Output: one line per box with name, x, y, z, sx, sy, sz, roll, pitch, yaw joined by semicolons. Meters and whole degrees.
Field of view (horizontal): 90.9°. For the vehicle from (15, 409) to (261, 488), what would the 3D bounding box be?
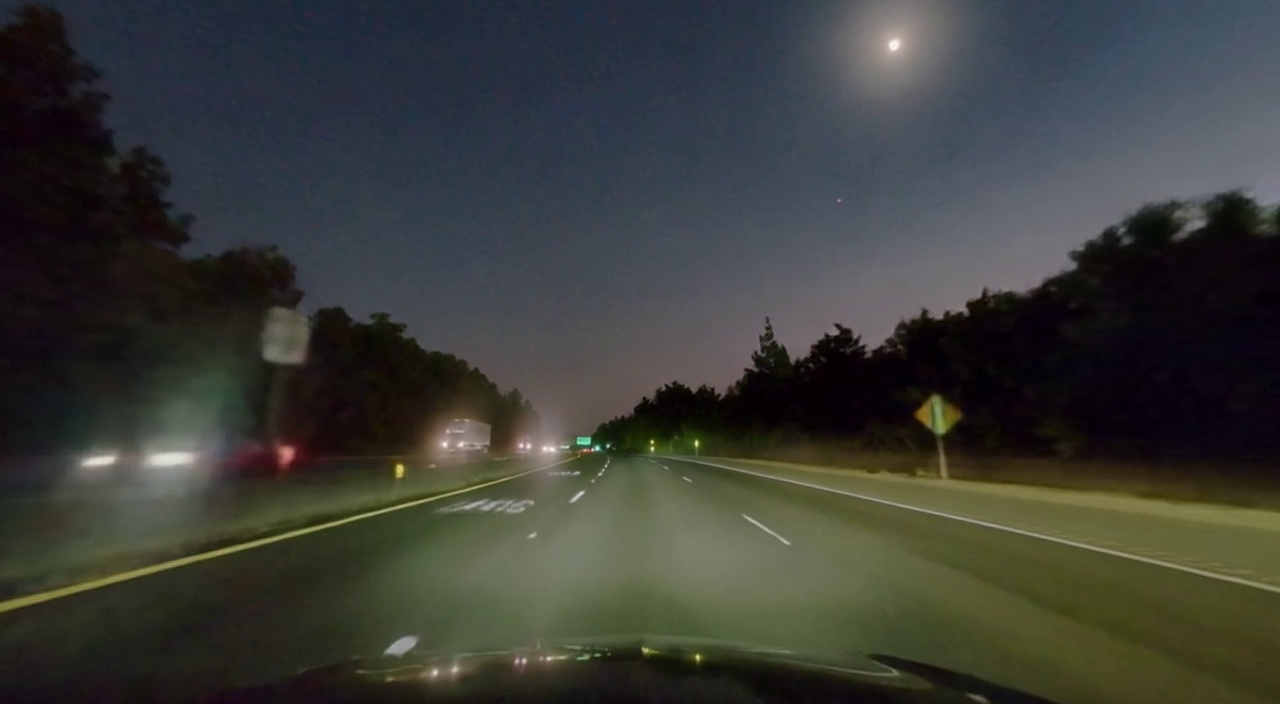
vehicle;-12.511;2.498;16.341;2.220;1.723;5.072;0;-9;-1
